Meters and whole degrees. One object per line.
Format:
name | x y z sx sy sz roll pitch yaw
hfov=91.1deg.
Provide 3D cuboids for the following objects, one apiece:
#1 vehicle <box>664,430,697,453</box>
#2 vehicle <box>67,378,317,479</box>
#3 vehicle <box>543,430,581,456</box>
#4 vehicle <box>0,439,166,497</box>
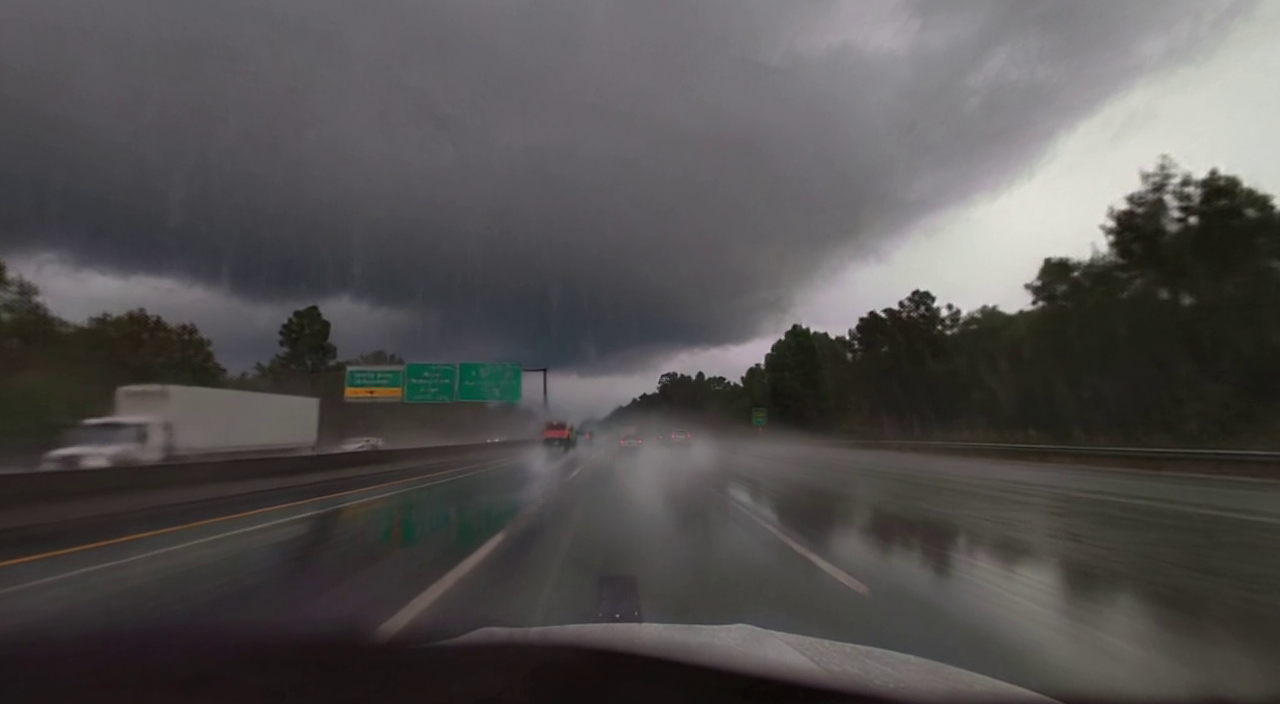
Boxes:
vehicle | 3.087 6.880 48.582 2.066 1.673 4.225 0 -8 -2
vehicle | -21.406 3.977 32.053 2.881 3.966 14.073 0 -8 -2
vehicle | -5.256 6.167 42.755 2.119 1.629 3.946 0 -8 -1
vehicle | -16.990 3.422 19.088 1.896 1.535 4.266 0 -8 -1
